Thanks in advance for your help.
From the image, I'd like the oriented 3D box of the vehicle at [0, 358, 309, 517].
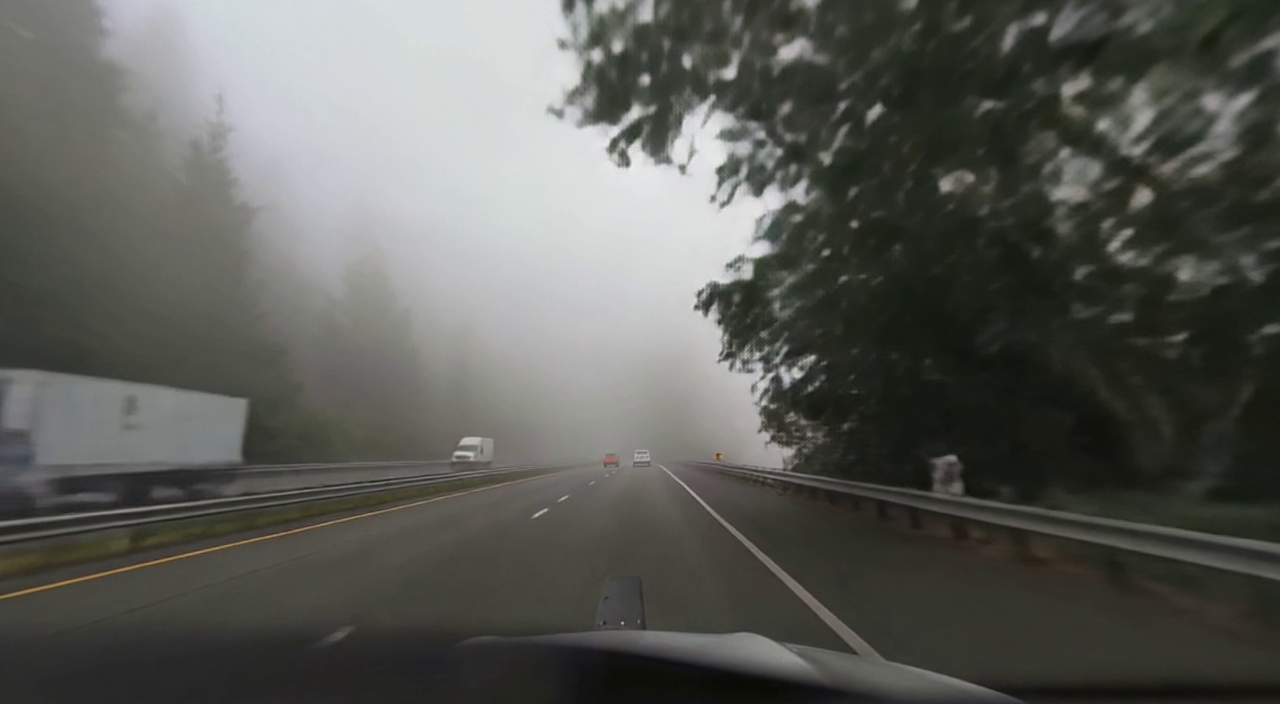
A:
[{"bbox_3d":[-16.914,3.098,21.698,2.842,3.828,14.939,-1,-9,0],"label":"vehicle"}]
